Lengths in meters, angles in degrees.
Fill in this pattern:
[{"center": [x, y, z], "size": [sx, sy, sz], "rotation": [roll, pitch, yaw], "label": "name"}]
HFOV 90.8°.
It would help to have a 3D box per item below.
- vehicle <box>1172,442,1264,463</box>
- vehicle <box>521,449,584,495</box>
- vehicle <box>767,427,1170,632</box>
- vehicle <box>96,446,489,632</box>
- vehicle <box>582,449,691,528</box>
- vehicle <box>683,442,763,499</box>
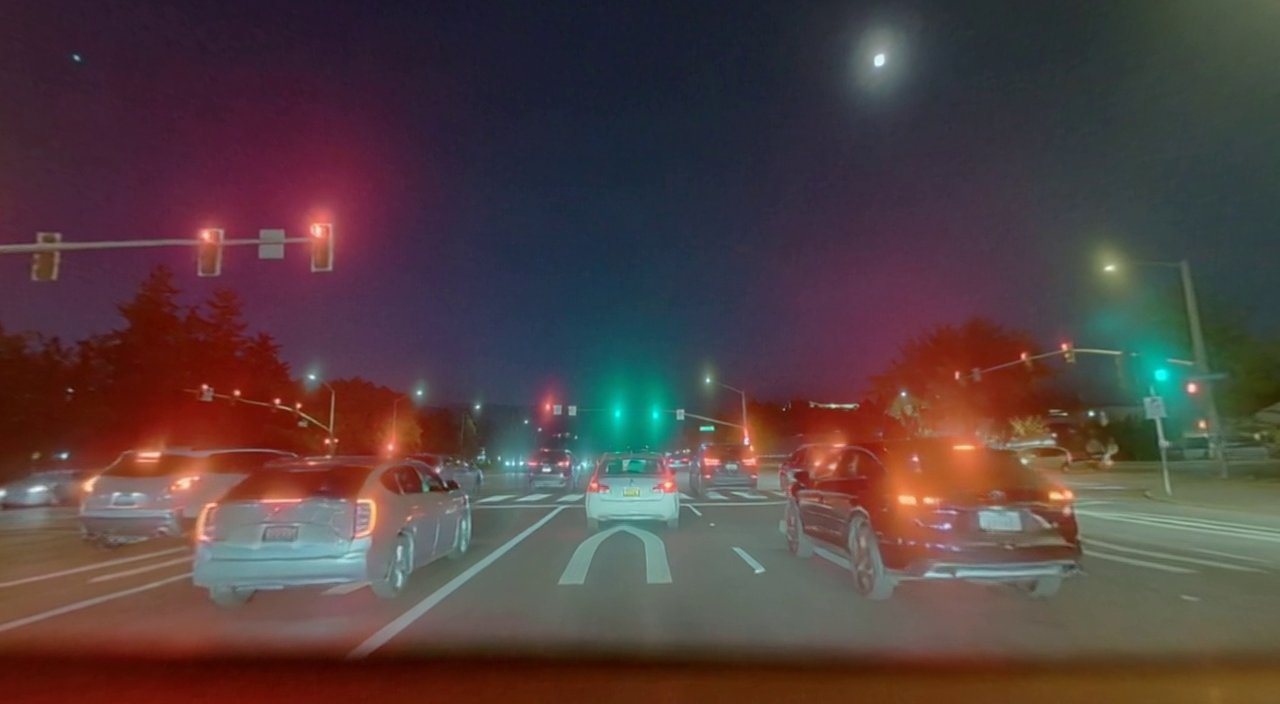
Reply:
[{"center": [40.013, 6.947, 43.808], "size": [4.644, 1.430, 1.781], "rotation": [0, -9, -1], "label": "vehicle"}, {"center": [-3.571, 4.964, 26.498], "size": [2.033, 1.714, 4.278], "rotation": [0, -8, 0], "label": "vehicle"}, {"center": [3.061, 1.745, 7.431], "size": [1.996, 1.566, 4.917], "rotation": [0, -8, -1], "label": "vehicle"}, {"center": [-3.329, 1.836, 7.371], "size": [2.045, 1.463, 4.490], "rotation": [0, -8, 0], "label": "vehicle"}, {"center": [-0.107, 2.941, 14.211], "size": [2.098, 1.461, 3.958], "rotation": [0, -8, -1], "label": "vehicle"}, {"center": [2.805, 4.122, 22.490], "size": [2.138, 1.778, 4.422], "rotation": [0, -8, -1], "label": "vehicle"}]
